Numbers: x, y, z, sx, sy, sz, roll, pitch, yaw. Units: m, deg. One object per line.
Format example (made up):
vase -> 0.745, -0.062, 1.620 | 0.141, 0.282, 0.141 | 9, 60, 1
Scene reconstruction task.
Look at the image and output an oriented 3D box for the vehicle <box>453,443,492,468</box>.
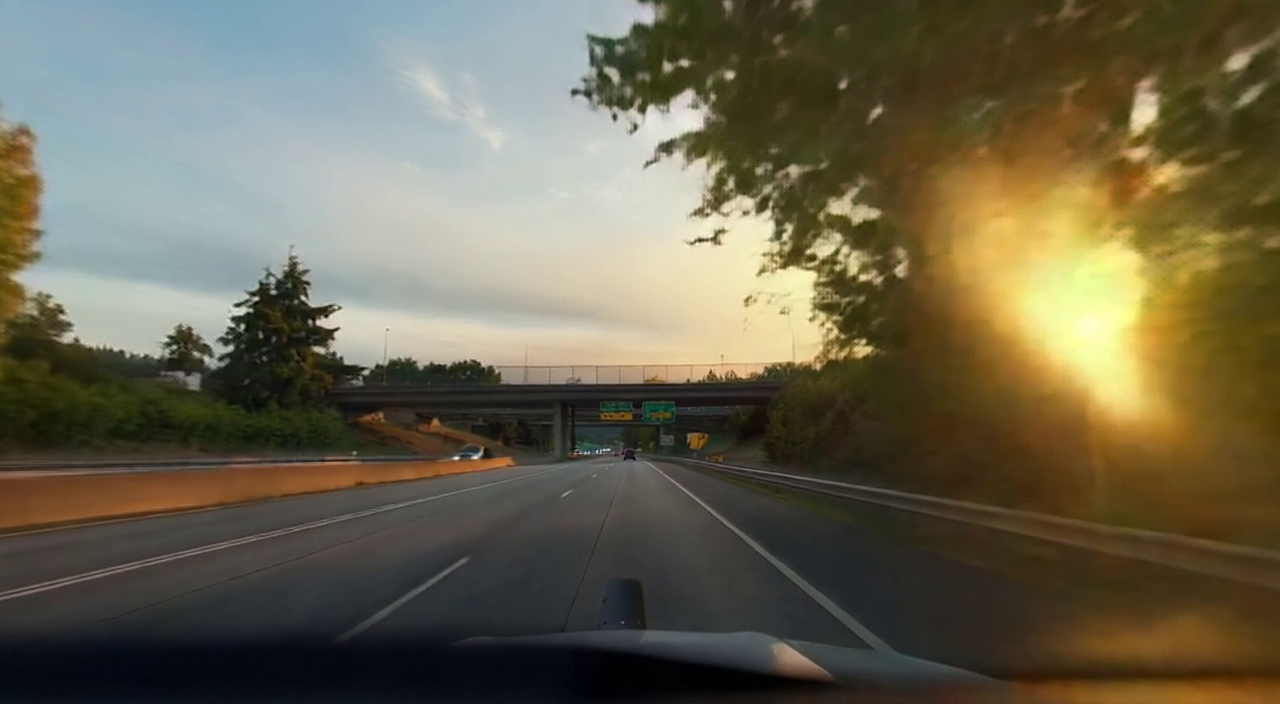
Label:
vehicle -> -12.596, 7.775, 47.503 | 1.869, 1.751, 4.427 | 0, -9, -2
